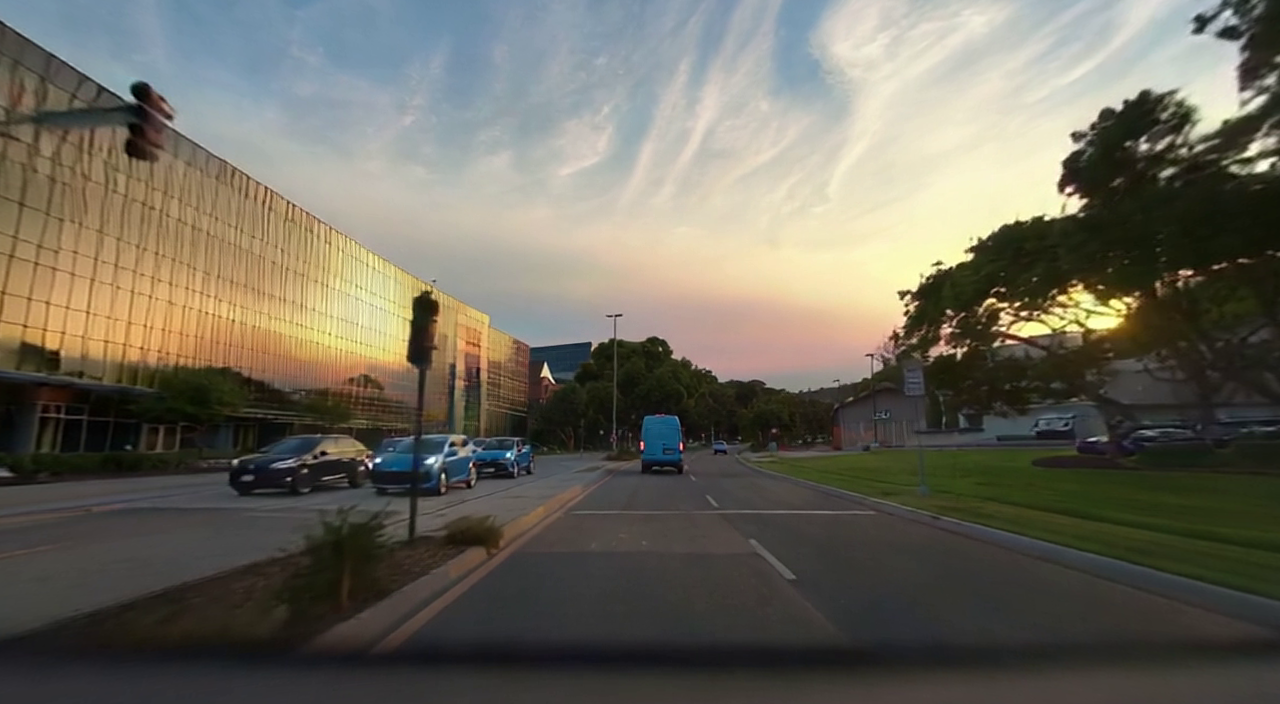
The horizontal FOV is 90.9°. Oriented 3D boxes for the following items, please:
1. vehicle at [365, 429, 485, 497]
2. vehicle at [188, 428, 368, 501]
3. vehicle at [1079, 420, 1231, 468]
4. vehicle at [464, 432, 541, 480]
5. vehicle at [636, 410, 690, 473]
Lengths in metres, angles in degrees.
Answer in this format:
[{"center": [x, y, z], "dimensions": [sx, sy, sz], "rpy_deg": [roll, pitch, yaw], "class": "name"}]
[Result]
[{"center": [-5.589, 2.948, 16.895], "dimensions": [1.893, 1.587, 3.595], "rpy_deg": [-1, -9, 1], "class": "vehicle"}, {"center": [-9.096, 2.882, 16.398], "dimensions": [1.891, 1.575, 4.559], "rpy_deg": [-2, -9, 1], "class": "vehicle"}, {"center": [16.869, 3.059, 20.925], "dimensions": [1.759, 1.433, 3.862], "rpy_deg": [-1, -9, 1], "class": "vehicle"}, {"center": [-5.232, 4.053, 24.580], "dimensions": [1.935, 1.633, 4.247], "rpy_deg": [-2, -9, 2], "class": "vehicle"}, {"center": [1.230, 4.429, 31.319], "dimensions": [2.435, 2.816, 5.232], "rpy_deg": [0, -8, 4], "class": "vehicle"}]
